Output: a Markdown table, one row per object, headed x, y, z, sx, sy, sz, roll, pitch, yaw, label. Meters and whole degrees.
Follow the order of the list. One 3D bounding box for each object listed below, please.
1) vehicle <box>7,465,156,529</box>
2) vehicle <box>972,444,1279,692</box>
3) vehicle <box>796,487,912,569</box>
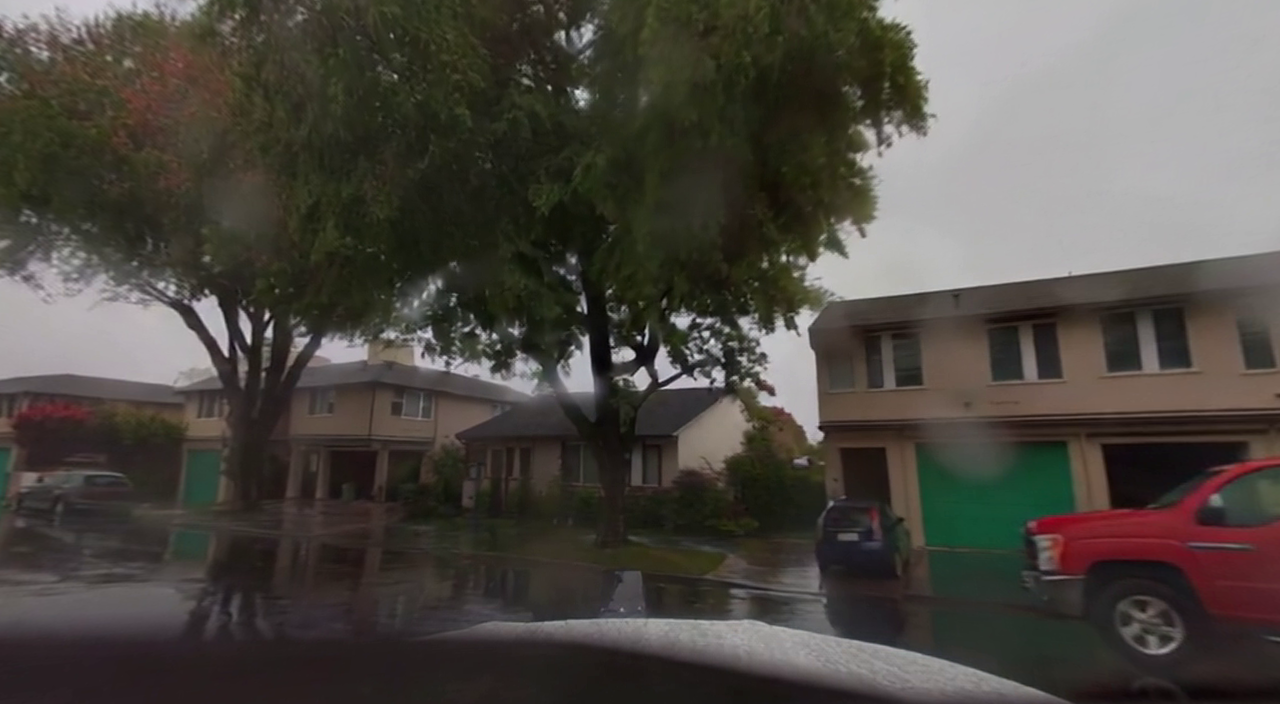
| x | y | z | sx | sy | sz | roll | pitch | yaw | label |
| --- | --- | --- | --- | --- | --- | --- | --- | --- | --- |
| -15.669 | 3.963 | 17.671 | 4.148 | 1.473 | 1.744 | -4 | -10 | 30 | vehicle |
| 6.088 | 1.735 | 5.375 | 5.600 | 1.835 | 2.161 | -4 | -10 | 29 | vehicle |
| 5.252 | 4.134 | 15.181 | 1.869 | 1.460 | 3.826 | -9 | -12 | 27 | vehicle |
